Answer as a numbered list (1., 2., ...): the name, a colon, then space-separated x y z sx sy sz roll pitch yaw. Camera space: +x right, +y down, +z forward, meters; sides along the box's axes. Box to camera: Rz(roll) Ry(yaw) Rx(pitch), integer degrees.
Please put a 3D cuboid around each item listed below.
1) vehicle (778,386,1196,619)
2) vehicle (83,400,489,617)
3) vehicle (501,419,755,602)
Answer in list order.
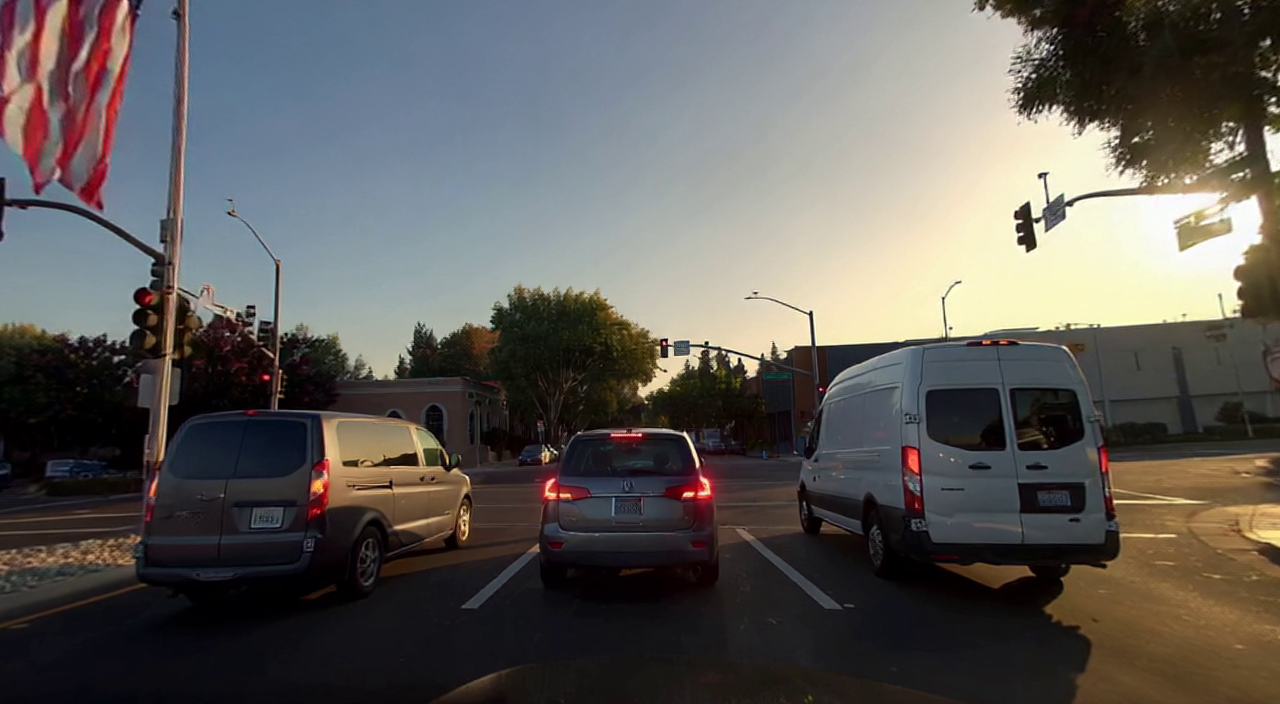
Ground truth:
1. vehicle: 3.096 1.465 7.024 2.178 1.746 4.400 0 -9 1
2. vehicle: -3.298 1.528 7.038 2.024 1.677 3.998 -1 -9 3
3. vehicle: -0.136 1.622 7.342 2.098 1.494 4.118 0 -9 -1
